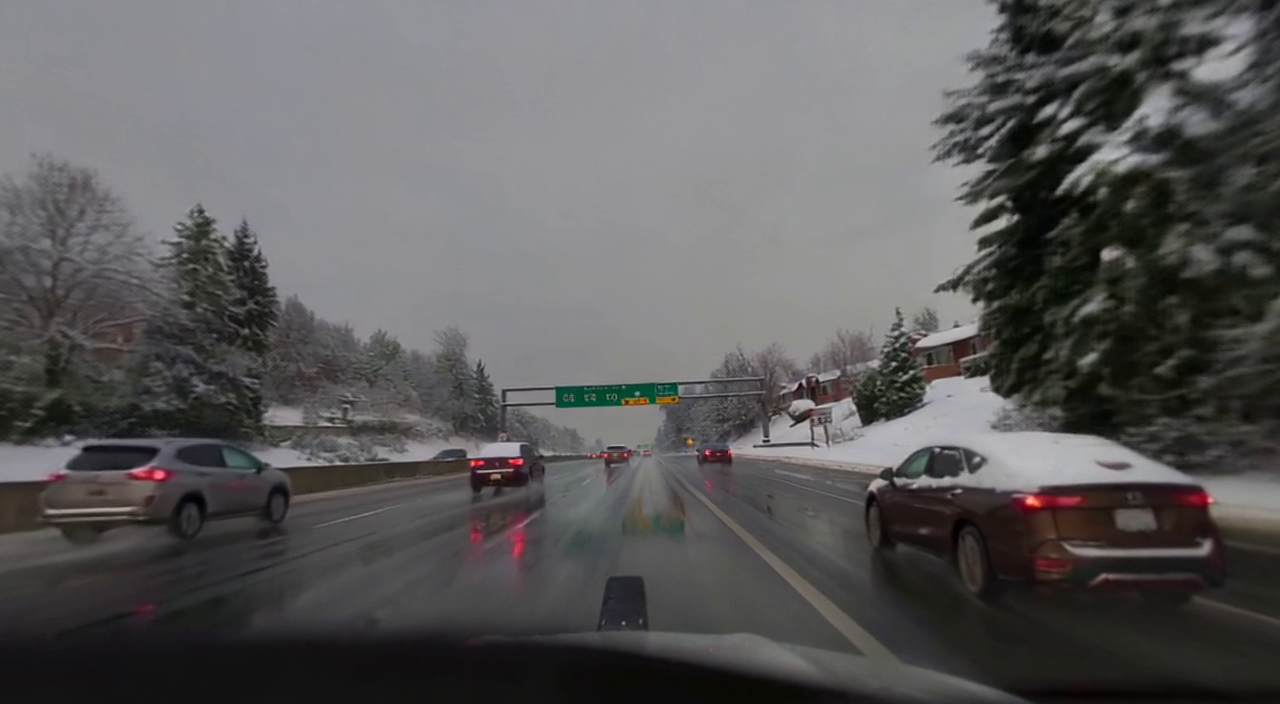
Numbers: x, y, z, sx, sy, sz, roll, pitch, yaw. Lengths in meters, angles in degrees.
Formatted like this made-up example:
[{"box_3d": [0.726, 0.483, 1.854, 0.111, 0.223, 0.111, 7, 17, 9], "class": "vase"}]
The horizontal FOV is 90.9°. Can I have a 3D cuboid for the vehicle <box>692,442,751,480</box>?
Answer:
[{"box_3d": [3.265, 4.417, 25.901, 1.854, 1.438, 3.954, 0, -8, 0], "class": "vehicle"}]

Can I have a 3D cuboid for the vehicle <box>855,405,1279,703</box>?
[{"box_3d": [3.560, 1.344, 5.415, 1.912, 1.509, 4.291, 0, -8, 0], "class": "vehicle"}]

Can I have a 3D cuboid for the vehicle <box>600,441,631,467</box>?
[{"box_3d": [-1.745, 7.365, 45.869, 2.183, 1.764, 4.134, 0, -8, -1], "class": "vehicle"}]

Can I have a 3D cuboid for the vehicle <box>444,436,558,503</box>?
[{"box_3d": [-3.622, 3.150, 17.378, 2.136, 1.571, 4.285, 0, -8, 0], "class": "vehicle"}]

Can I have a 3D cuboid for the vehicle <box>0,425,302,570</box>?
[{"box_3d": [-7.394, 2.020, 9.595, 2.057, 1.681, 4.277, 0, -8, 1], "class": "vehicle"}]
